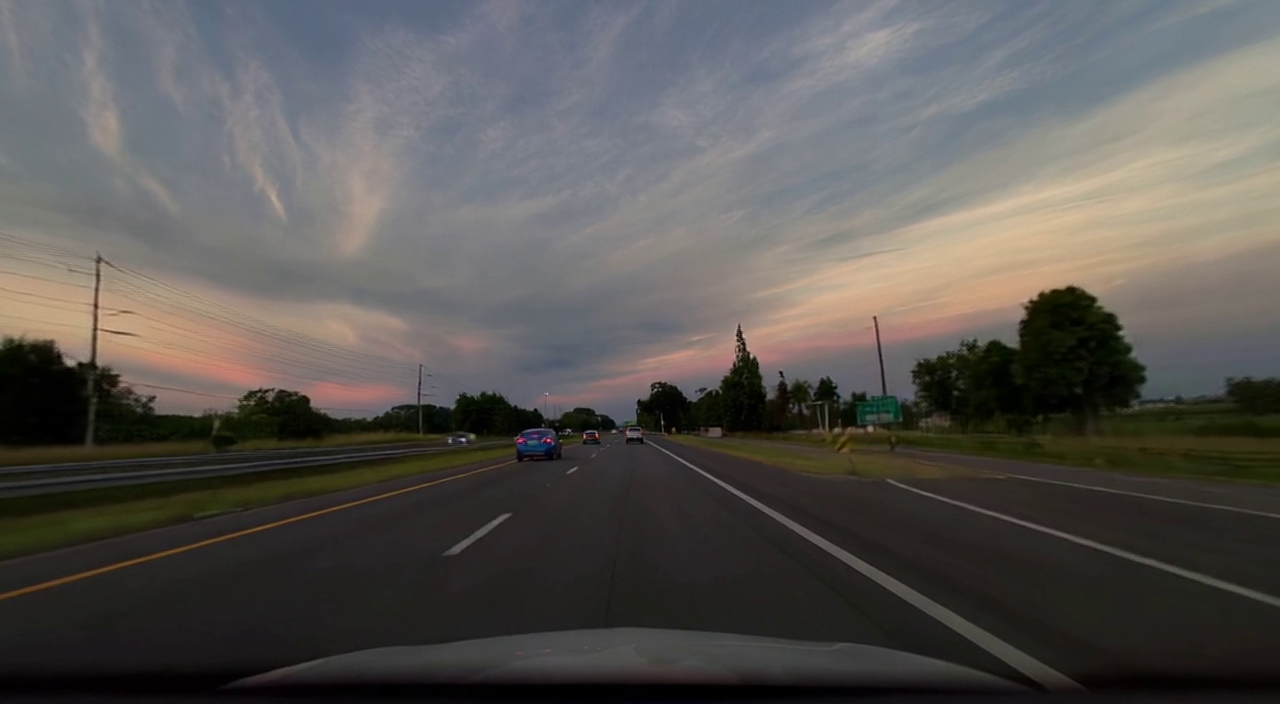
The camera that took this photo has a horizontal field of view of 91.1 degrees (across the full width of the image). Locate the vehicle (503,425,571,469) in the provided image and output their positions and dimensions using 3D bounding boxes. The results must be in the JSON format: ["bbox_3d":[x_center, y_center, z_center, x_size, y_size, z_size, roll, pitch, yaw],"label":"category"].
[{"bbox_3d":[-3.964,3.729,24.966,2.023,1.580,4.259,0,-8,-1],"label":"vehicle"}]
